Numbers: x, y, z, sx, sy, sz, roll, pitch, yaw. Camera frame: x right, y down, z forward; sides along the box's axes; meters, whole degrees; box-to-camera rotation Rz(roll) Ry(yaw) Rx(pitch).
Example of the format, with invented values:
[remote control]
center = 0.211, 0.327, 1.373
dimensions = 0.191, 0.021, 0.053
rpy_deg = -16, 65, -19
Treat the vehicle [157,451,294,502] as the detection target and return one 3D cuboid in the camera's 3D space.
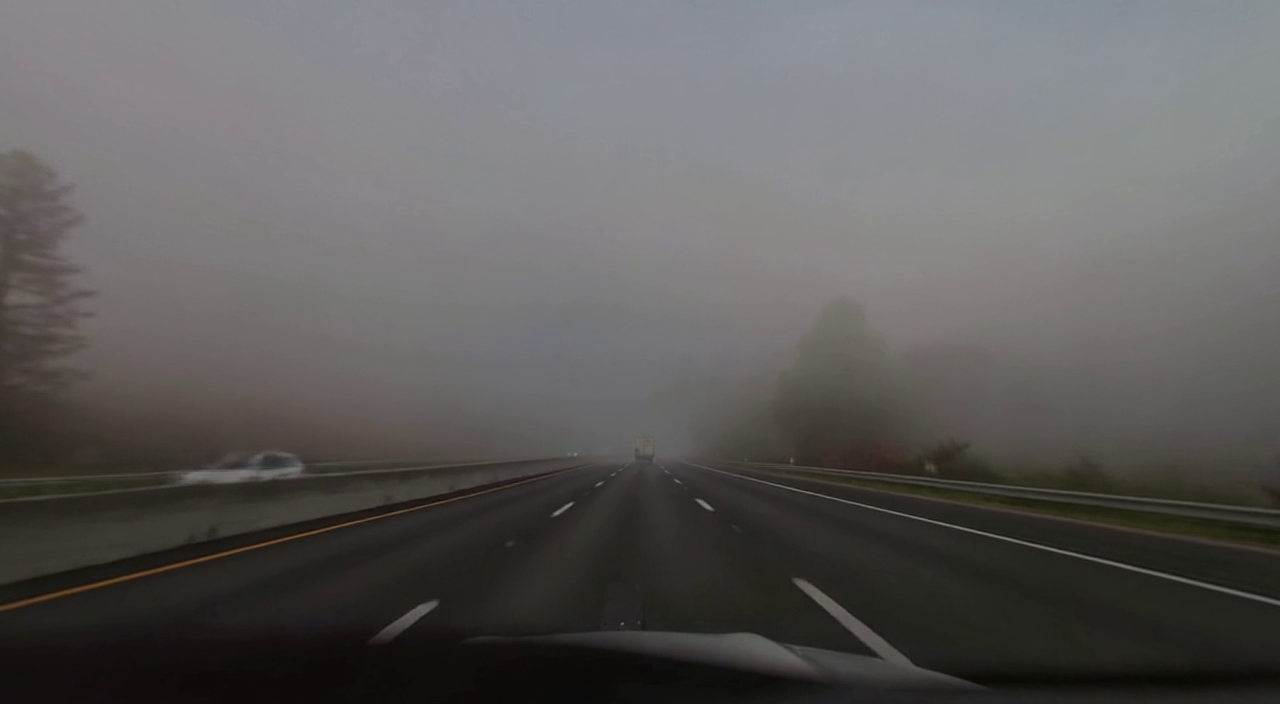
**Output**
[vehicle]
center = -14.607, 4.373, 22.560
dimensions = 1.903, 1.595, 4.306
rpy_deg = 0, -9, 1
